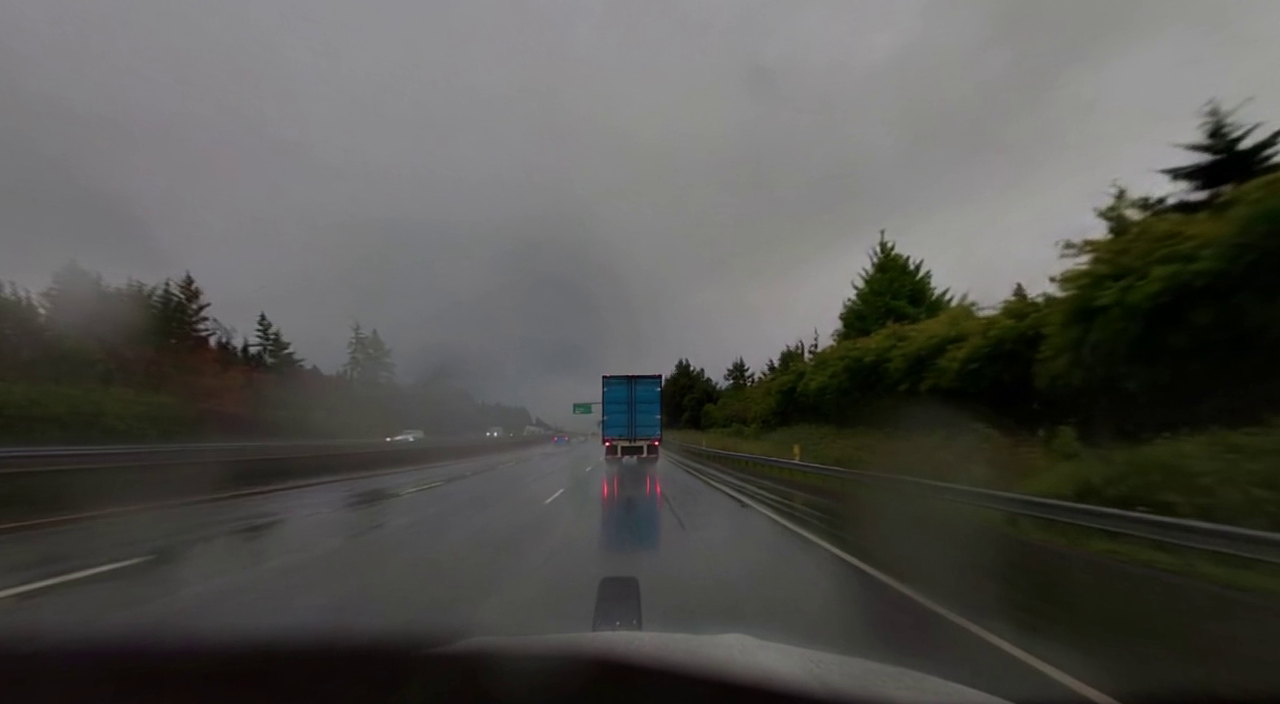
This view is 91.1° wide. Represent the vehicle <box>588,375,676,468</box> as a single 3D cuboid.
[{"bbox_3d":[-0.420,3.483,30.378,3.033,3.223,14.836,4,-7,-1],"label":"vehicle"}]
